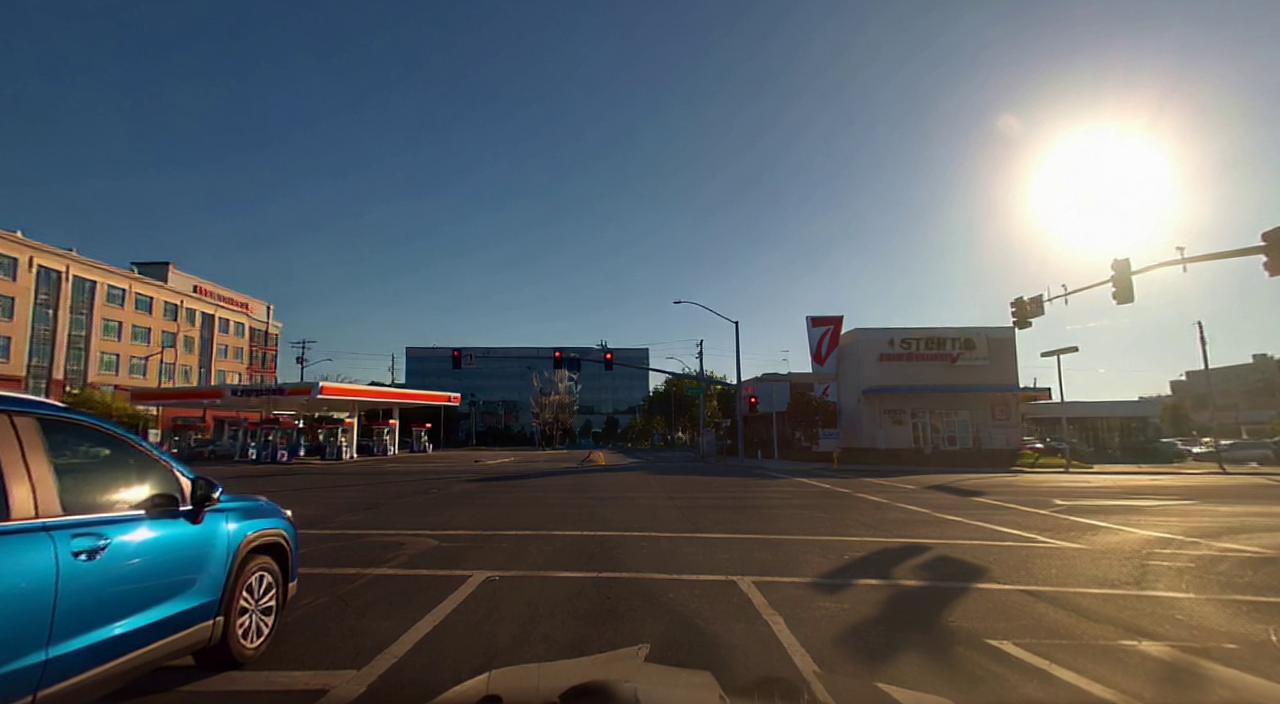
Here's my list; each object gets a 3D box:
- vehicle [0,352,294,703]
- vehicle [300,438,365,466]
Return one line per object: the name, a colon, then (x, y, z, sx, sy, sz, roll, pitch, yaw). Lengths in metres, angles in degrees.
vehicle: (-3.420, 0.806, 2.033, 2.053, 1.690, 4.364, 0, -9, 1)
vehicle: (-20.466, 6.680, 42.145, 2.004, 1.699, 4.486, 0, -9, 1)
